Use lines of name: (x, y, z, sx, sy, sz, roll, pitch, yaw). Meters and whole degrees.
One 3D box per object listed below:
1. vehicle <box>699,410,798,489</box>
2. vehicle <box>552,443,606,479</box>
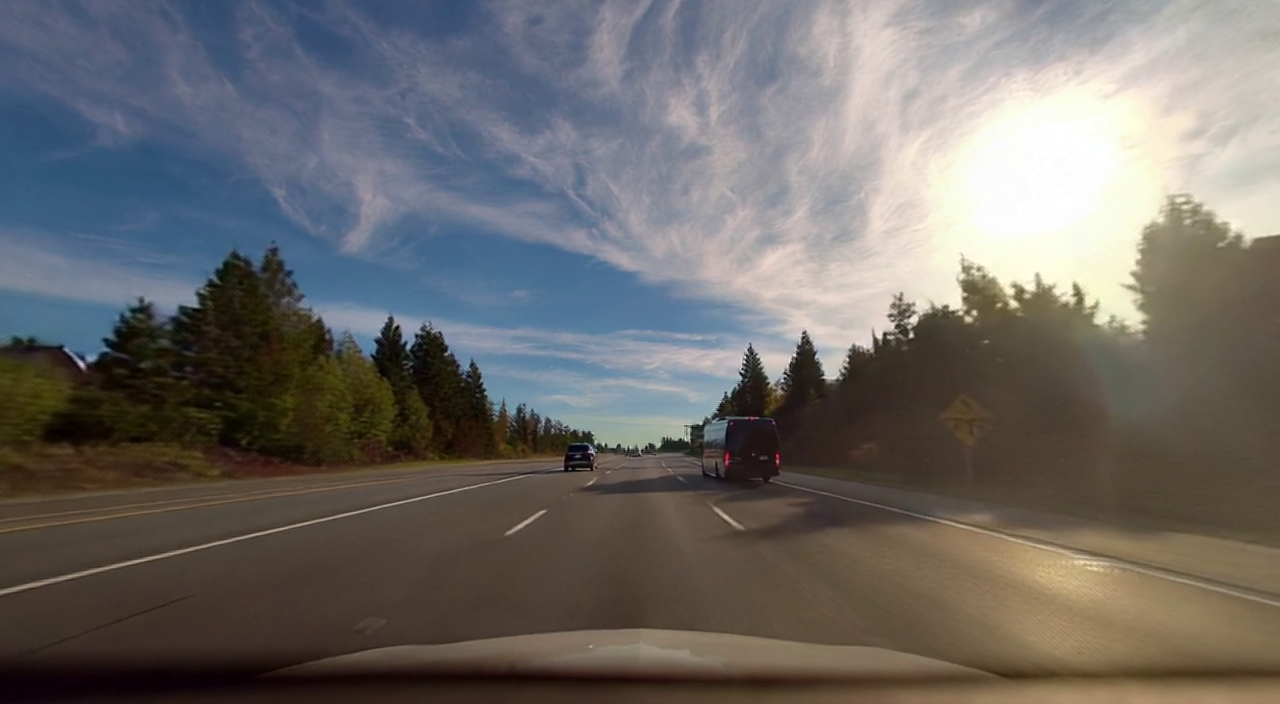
vehicle: (3.974, 3.808, 24.589, 2.614, 2.655, 6.429, 0, -9, -1)
vehicle: (-2.852, 5.246, 30.584, 2.020, 1.619, 4.690, 0, -9, 1)
